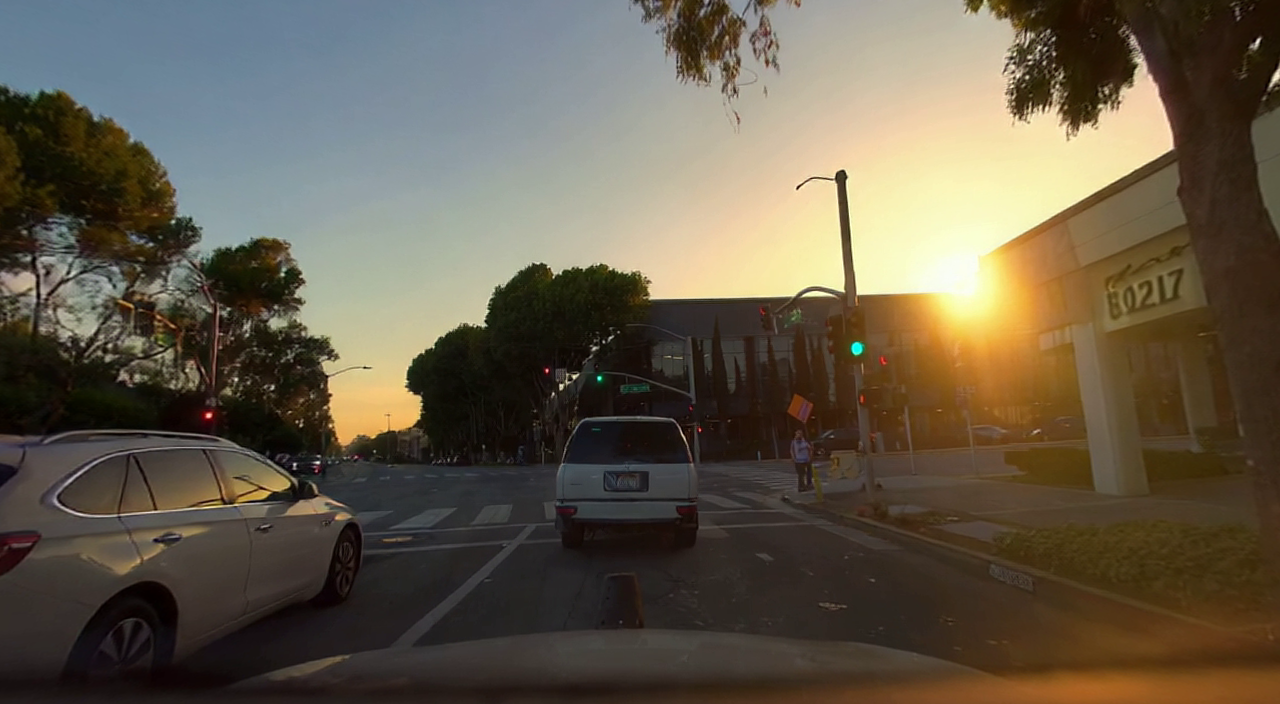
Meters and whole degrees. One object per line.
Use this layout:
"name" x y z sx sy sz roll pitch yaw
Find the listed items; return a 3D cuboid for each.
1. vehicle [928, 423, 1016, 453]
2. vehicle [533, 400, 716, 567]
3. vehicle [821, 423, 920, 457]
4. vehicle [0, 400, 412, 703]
"vehicle" 17.688 4.604 33.712 3.830 1.545 2.006 3 -9 -19
"vehicle" -0.181 1.799 9.342 2.059 1.877 4.249 0 -8 0
"vehicle" 12.796 4.902 35.107 4.872 1.806 2.107 3 -9 -20
"vehicle" -3.382 1.253 4.556 2.011 1.527 4.008 0 -8 -1
